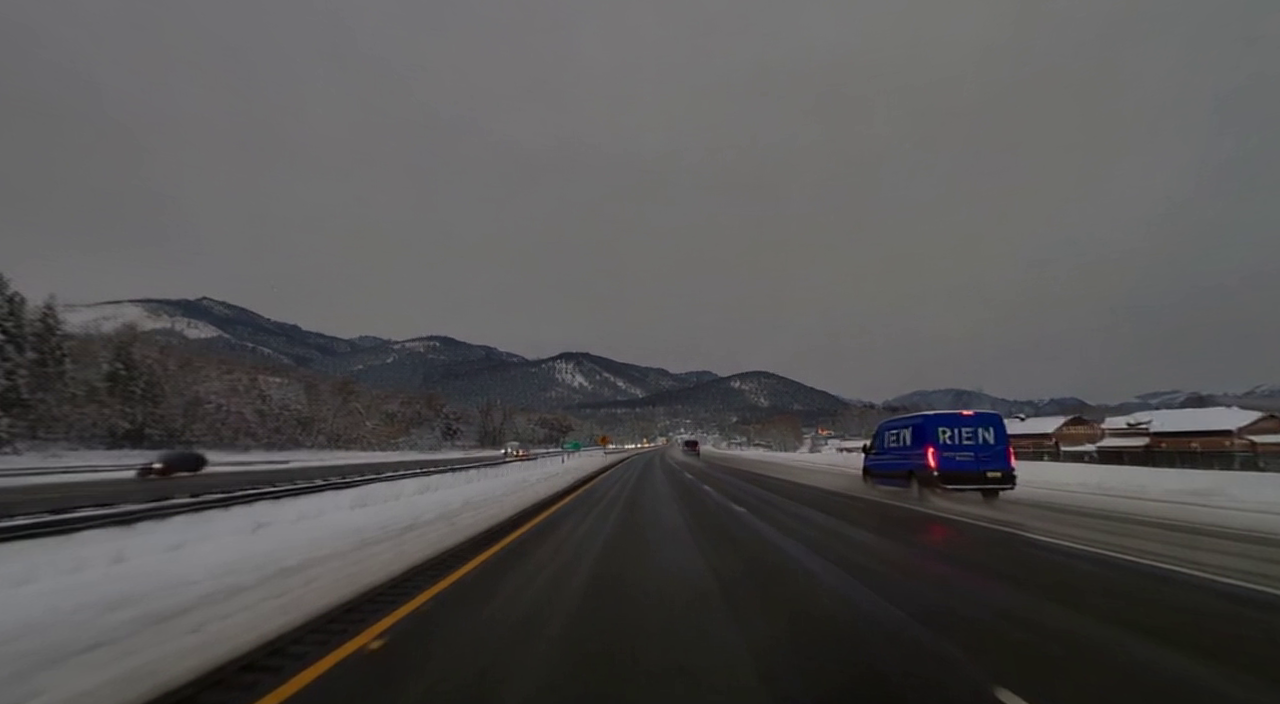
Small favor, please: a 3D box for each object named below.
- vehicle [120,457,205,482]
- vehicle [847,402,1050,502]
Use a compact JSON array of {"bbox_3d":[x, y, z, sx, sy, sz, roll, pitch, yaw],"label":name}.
[{"bbox_3d":[-31.959,7.842,42.417,1.895,1.497,4.794,0,-8,1],"label":"vehicle"},{"bbox_3d":[7.330,2.485,15.927,2.275,2.059,5.543,0,-8,0],"label":"vehicle"}]
